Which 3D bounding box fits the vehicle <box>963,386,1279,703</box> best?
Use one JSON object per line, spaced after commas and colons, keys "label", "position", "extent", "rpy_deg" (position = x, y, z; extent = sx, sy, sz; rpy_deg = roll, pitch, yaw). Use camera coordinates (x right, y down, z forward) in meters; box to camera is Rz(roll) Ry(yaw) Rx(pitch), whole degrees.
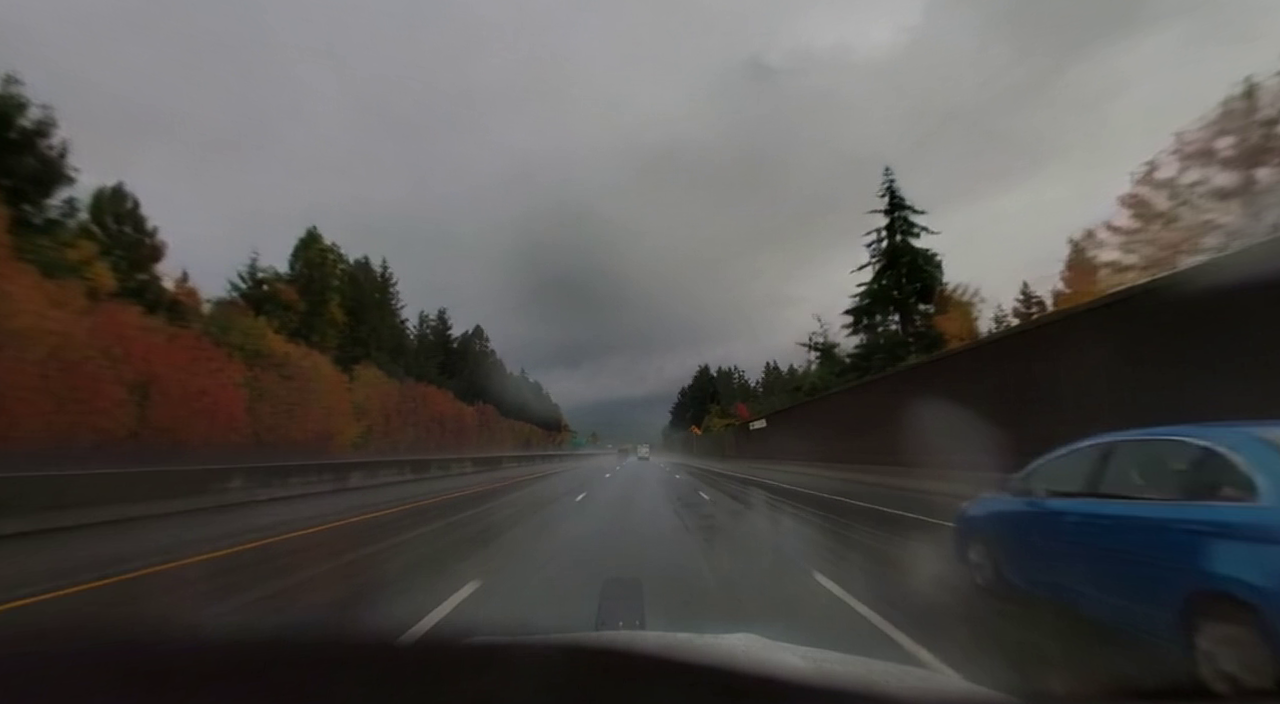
{"label": "vehicle", "position": [3.583, 0.928, 2.474], "extent": [2.146, 1.573, 4.661], "rpy_deg": [0, -9, 0]}
